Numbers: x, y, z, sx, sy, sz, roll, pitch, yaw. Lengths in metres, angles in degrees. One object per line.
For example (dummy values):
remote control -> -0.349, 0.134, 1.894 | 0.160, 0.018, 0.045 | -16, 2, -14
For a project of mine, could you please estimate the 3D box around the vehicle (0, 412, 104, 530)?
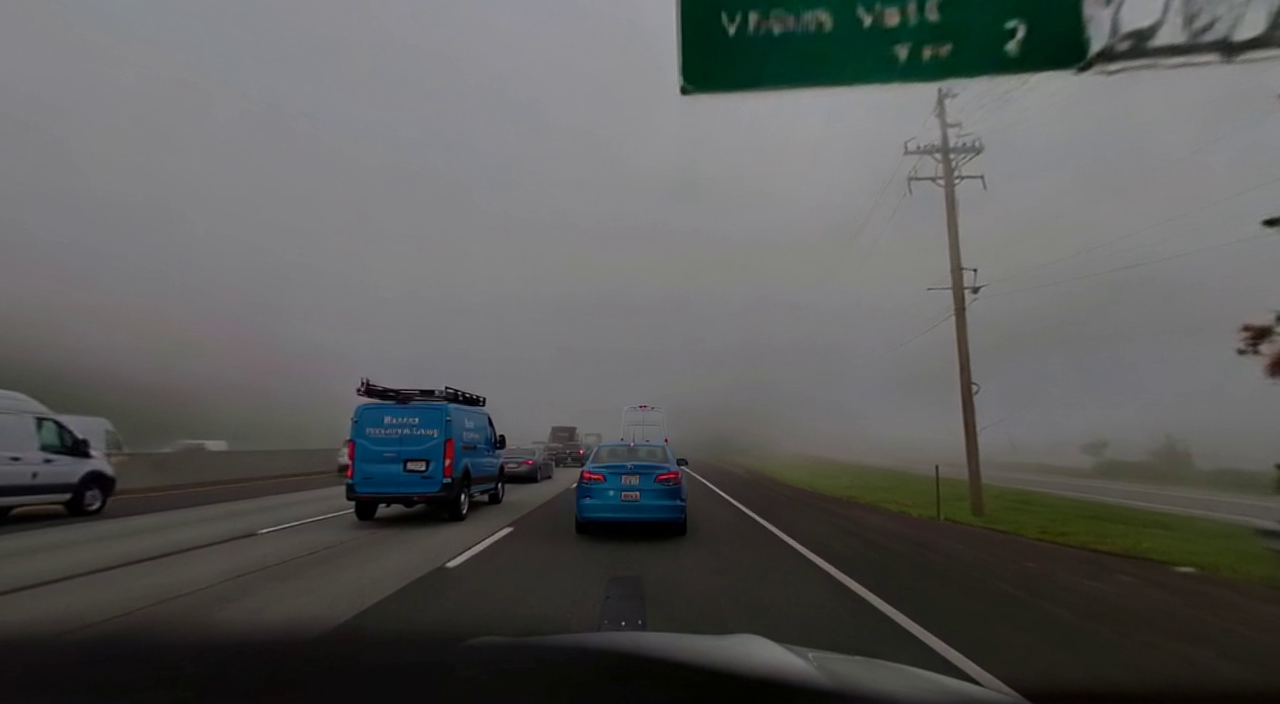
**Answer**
vehicle -> -11.245, 1.806, 9.363 | 2.040, 1.872, 4.969 | 0, -8, 0

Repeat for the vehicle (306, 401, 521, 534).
vehicle -> -3.797, 2.050, 11.639 | 2.142, 1.952, 4.556 | 0, -8, 2

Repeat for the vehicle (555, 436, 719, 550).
vehicle -> -0.035, 2.074, 9.965 | 2.054, 1.421, 4.090 | 0, -8, 0

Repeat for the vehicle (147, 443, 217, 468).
vehicle -> -28.741, 6.493, 39.494 | 1.630, 1.437, 3.588 | -2, -8, 1
